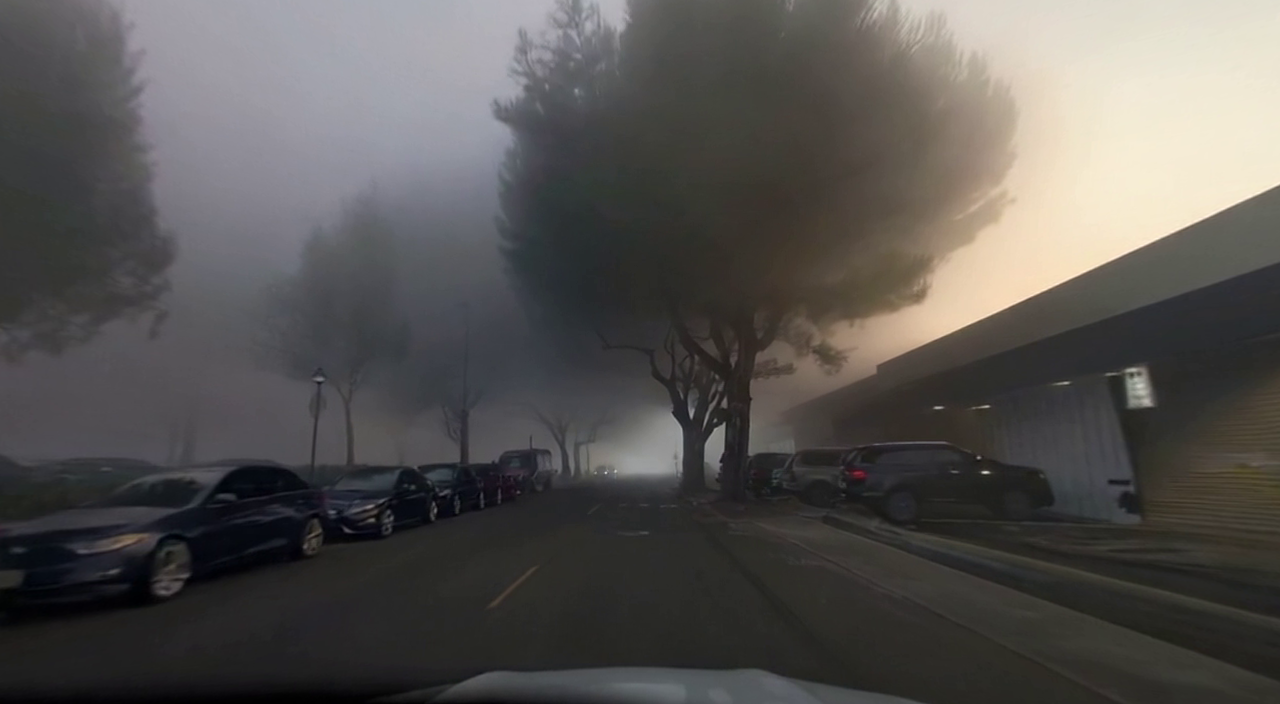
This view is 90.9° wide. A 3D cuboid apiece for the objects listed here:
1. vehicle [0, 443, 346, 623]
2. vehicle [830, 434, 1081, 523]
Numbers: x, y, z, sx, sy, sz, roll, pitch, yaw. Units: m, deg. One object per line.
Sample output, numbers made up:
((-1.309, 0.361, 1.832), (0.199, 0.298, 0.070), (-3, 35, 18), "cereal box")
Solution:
((-5.674, 2.008, 7.793), (1.939, 1.565, 4.185), (0, -11, 1), "vehicle")
((6.414, 2.639, 13.233), (4.193, 1.665, 1.924), (1, -11, -1), "vehicle")
